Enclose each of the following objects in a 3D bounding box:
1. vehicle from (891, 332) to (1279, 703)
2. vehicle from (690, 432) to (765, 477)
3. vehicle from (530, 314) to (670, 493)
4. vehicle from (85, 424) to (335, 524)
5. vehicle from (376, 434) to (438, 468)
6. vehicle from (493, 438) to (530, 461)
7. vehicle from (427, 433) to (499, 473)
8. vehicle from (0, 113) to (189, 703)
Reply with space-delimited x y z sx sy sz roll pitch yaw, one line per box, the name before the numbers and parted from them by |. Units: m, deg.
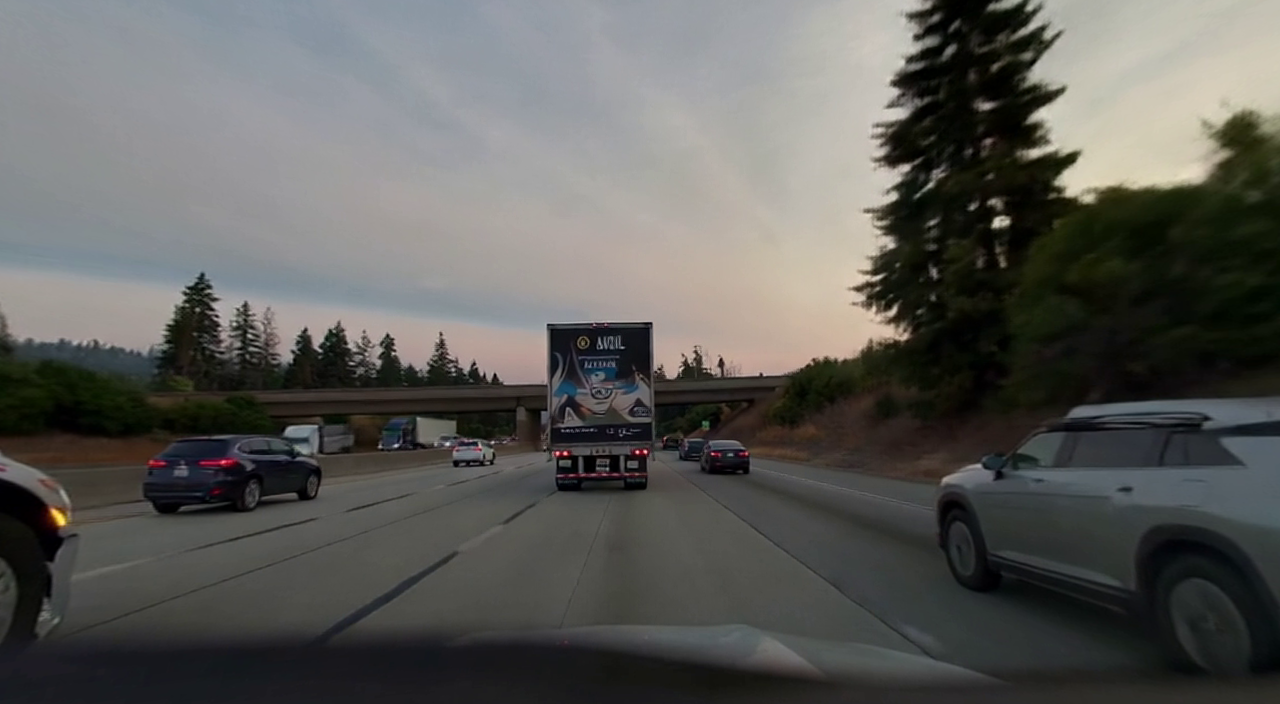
vehicle | 3.571 0.924 3.802 2.118 1.647 4.400 0 -8 -2
vehicle | 3.178 3.821 23.763 2.003 1.519 4.580 0 -8 -3
vehicle | -1.164 1.737 18.299 2.911 3.787 9.905 0 -8 -4
vehicle | -8.354 2.362 12.883 2.048 1.652 4.421 0 -8 -2
vehicle | -16.920 7.191 46.001 2.446 2.276 5.514 0 -8 0
vehicle | -8.907 6.784 43.896 1.845 1.488 3.656 0 -8 0
vehicle | -8.098 4.617 29.210 2.057 1.698 4.550 0 -8 -1
vehicle | -3.810 0.124 0.592 2.660 2.637 5.634 0 -8 -2
